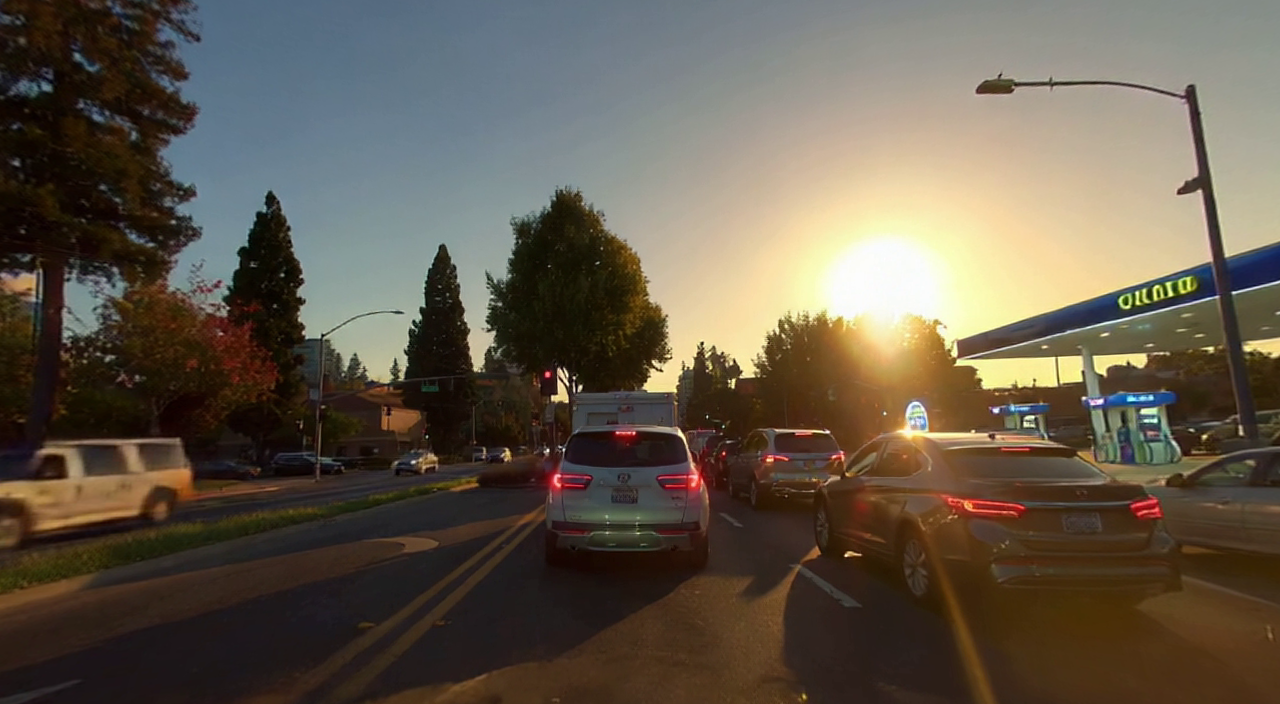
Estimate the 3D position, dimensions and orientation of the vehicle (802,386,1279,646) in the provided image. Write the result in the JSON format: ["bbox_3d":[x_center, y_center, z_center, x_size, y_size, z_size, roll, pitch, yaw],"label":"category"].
[{"bbox_3d":[3.368,1.411,6.473,2.056,1.700,4.399,0,-9,-2],"label":"vehicle"}]

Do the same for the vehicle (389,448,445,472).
[{"bbox_3d":[-14.785,7.182,42.200,2.011,1.465,4.528,-1,-9,1],"label":"vehicle"}]

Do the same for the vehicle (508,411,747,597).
[{"bbox_3d":[-0.150,1.619,7.499,2.106,1.613,3.697,0,-9,-1],"label":"vehicle"}]

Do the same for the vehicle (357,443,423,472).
[{"bbox_3d":[-17.920,7.567,45.595,2.325,1.938,5.913,0,-9,0],"label":"vehicle"}]

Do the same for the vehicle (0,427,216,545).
[{"bbox_3d":[-10.885,2.407,12.006,2.190,1.778,5.033,0,-9,-1],"label":"vehicle"}]
